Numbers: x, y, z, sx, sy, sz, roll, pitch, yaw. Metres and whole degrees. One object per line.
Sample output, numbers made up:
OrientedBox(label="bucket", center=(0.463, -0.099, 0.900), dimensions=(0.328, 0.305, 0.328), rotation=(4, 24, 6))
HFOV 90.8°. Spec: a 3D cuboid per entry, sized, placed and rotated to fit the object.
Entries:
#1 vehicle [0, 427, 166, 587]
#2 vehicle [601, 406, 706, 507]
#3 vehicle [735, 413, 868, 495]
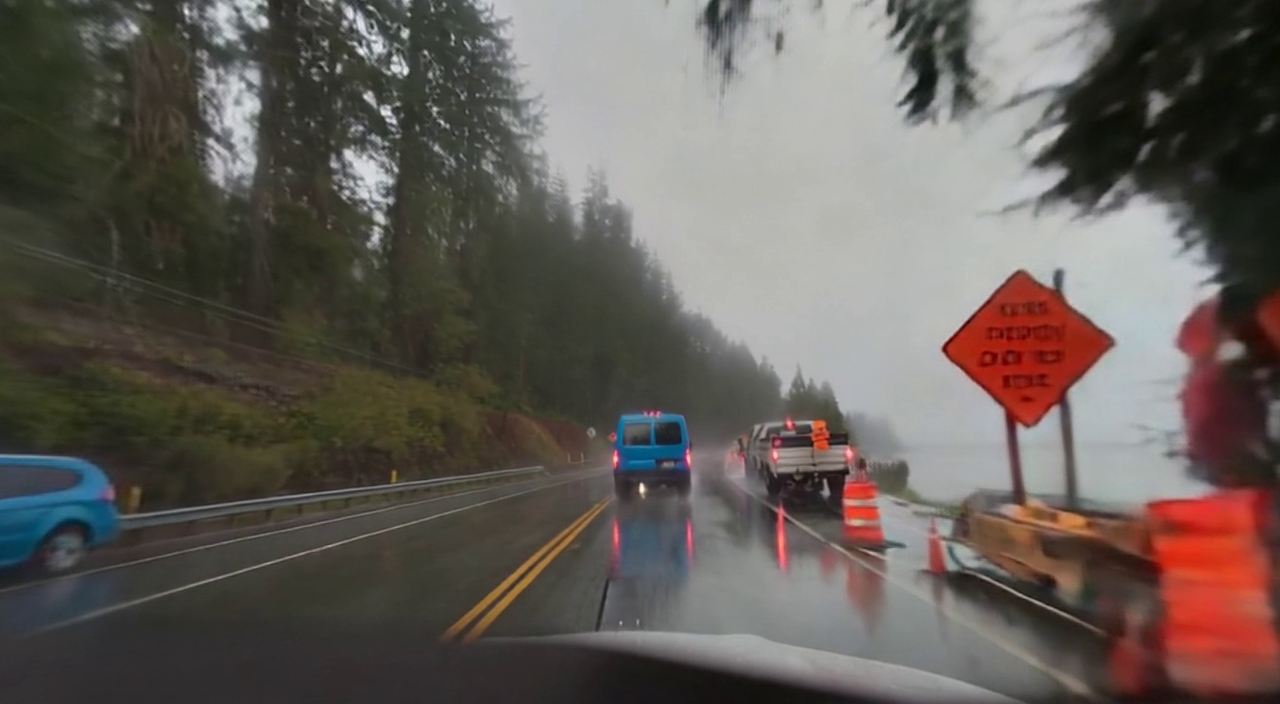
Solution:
OrientedBox(label="vehicle", center=(-8.381, 1.698, 6.691), dimensions=(2.055, 1.809, 5.906), rotation=(0, -8, 1))
OrientedBox(label="vehicle", center=(0.504, 2.711, 16.707), dimensions=(2.362, 2.247, 4.892), rotation=(-1, -8, 5))
OrientedBox(label="vehicle", center=(4.591, 3.114, 19.660), dimensions=(2.833, 2.033, 7.668), rotation=(-1, -8, 6))
